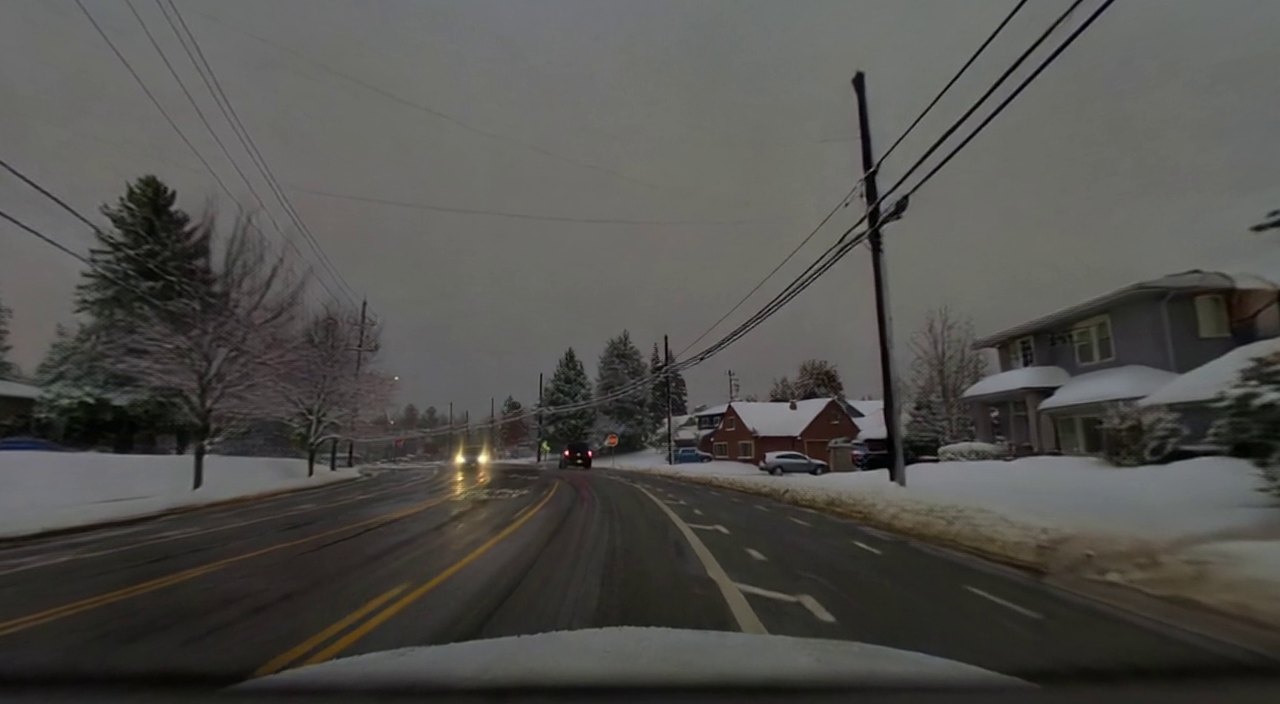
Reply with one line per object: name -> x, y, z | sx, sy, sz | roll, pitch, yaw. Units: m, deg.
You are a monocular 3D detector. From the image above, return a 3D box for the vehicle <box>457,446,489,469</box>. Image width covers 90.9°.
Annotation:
vehicle -> -11.691, 7.392, 44.407 | 2.003, 1.483, 4.545 | 2, -8, -13

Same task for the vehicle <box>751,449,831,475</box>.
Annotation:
vehicle -> 9.370, 6.795, 39.220 | 4.383, 1.508, 1.884 | 1, -8, -10

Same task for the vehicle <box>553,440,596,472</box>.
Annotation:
vehicle -> -4.334, 6.708, 41.066 | 2.284, 1.741, 4.702 | 4, -8, -11
